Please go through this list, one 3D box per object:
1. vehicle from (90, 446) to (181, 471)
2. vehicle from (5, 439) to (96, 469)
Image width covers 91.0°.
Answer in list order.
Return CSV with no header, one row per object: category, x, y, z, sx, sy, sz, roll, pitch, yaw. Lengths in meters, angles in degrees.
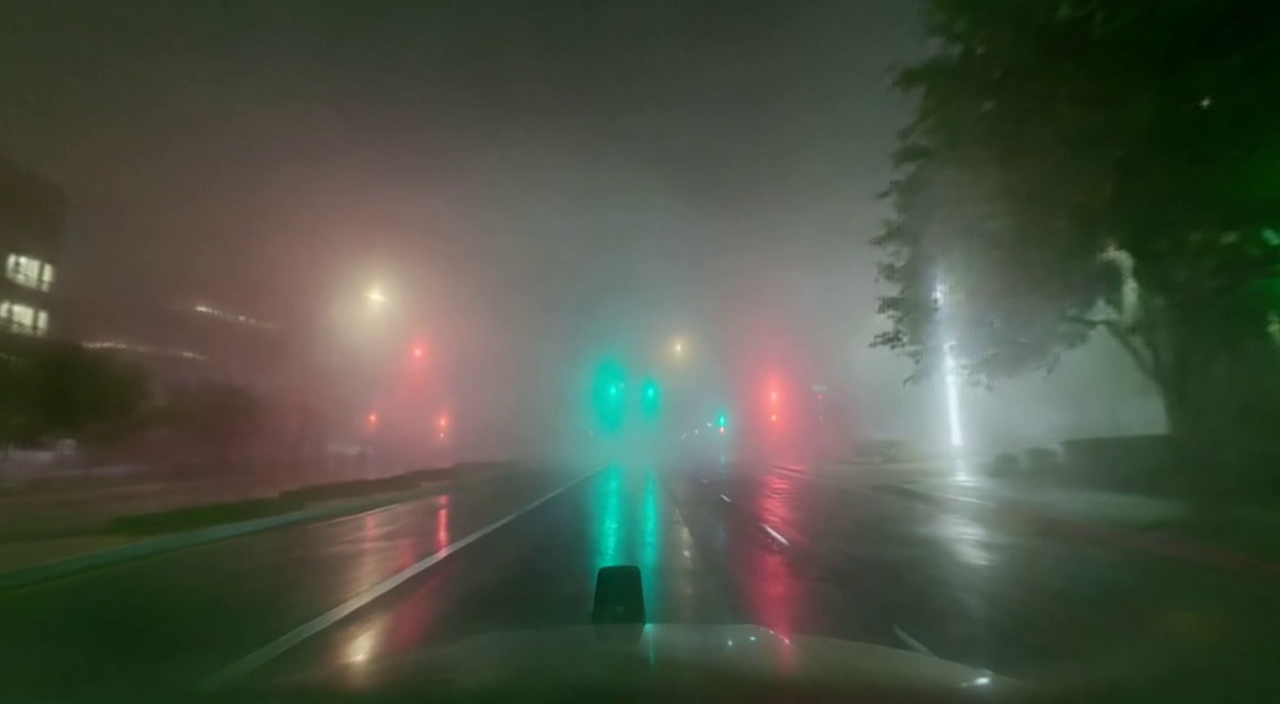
vehicle,-31.975,6.735,40.077,1.852,1.485,4.683,0,-9,1
vehicle,-37.297,6.417,39.975,1.873,1.657,4.087,-3,-7,-1
